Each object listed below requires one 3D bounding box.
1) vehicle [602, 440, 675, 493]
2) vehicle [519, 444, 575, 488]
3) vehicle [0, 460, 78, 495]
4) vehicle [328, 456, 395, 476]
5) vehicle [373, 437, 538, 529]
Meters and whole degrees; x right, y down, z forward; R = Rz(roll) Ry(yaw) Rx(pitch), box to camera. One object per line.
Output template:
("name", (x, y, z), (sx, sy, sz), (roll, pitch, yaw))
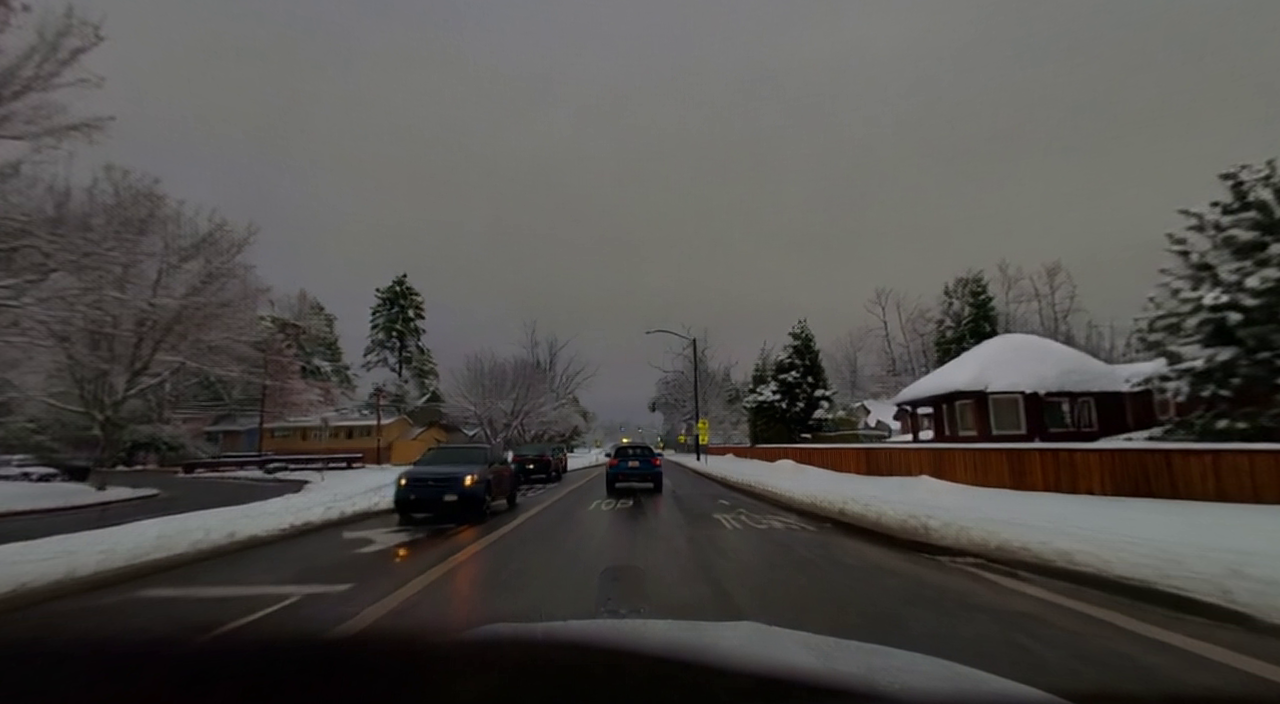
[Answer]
("vehicle", (-0.135, 3.902, 21.798), (2.290, 1.653, 4.127), (0, -9, -2))
("vehicle", (-3.536, 4.401, 24.527), (1.986, 1.561, 3.805), (1, -9, -6))
("vehicle", (-32.019, 6.340, 31.762), (4.724, 1.597, 2.191), (2, -9, -14))
("vehicle", (-21.599, 8.824, 48.715), (4.197, 1.447, 2.071), (-1, -9, 9))
("vehicle", (-3.797, 2.752, 14.058), (2.067, 1.546, 4.988), (2, -7, 1))
